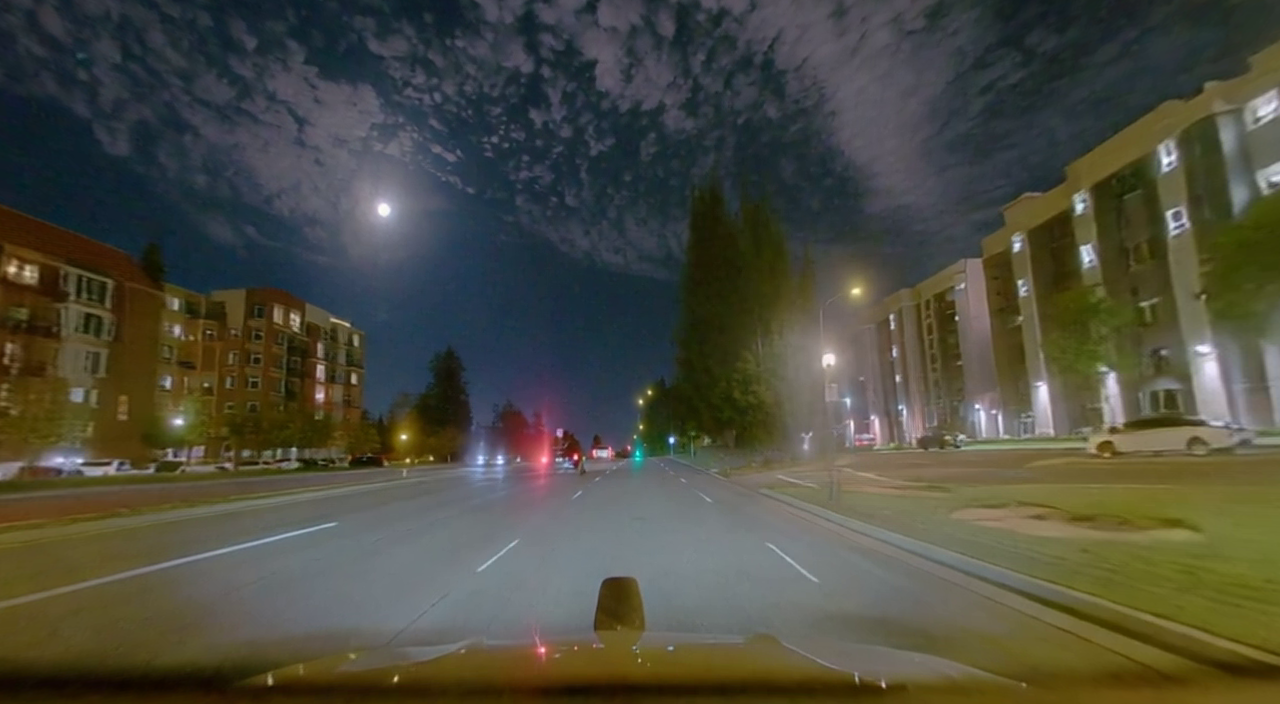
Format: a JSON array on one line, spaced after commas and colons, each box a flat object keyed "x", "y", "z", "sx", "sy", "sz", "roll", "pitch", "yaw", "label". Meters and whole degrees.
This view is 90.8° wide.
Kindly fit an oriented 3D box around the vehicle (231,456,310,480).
[{"x": -25.846, "y": 8.089, "z": 44.365, "sx": 1.812, "sy": 1.507, "sz": 4.428, "roll": -5, "pitch": -10, "yaw": 26, "label": "vehicle"}]

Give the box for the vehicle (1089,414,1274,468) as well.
[{"x": 17.669, "y": 2.960, "z": 21.061, "sx": 1.995, "sy": 1.554, "sz": 4.943, "roll": -1, "pitch": -8, "yaw": 3, "label": "vehicle"}]

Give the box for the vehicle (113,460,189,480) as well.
[{"x": -36.927, "y": 8.893, "z": 47.749, "sx": 4.257, "sy": 1.446, "sz": 1.817, "roll": 0, "pitch": -9, "yaw": 2, "label": "vehicle"}]

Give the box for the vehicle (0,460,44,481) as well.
[{"x": -48.198, "y": 8.949, "z": 47.799, "sx": 4.252, "sy": 1.460, "sz": 1.865, "roll": 0, "pitch": -9, "yaw": 0, "label": "vehicle"}]

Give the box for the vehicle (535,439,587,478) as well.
[{"x": -3.770, "y": 5.186, "z": 30.875, "sx": 1.959, "sy": 1.741, "sz": 4.141, "roll": 0, "pitch": -9, "yaw": 1, "label": "vehicle"}]
